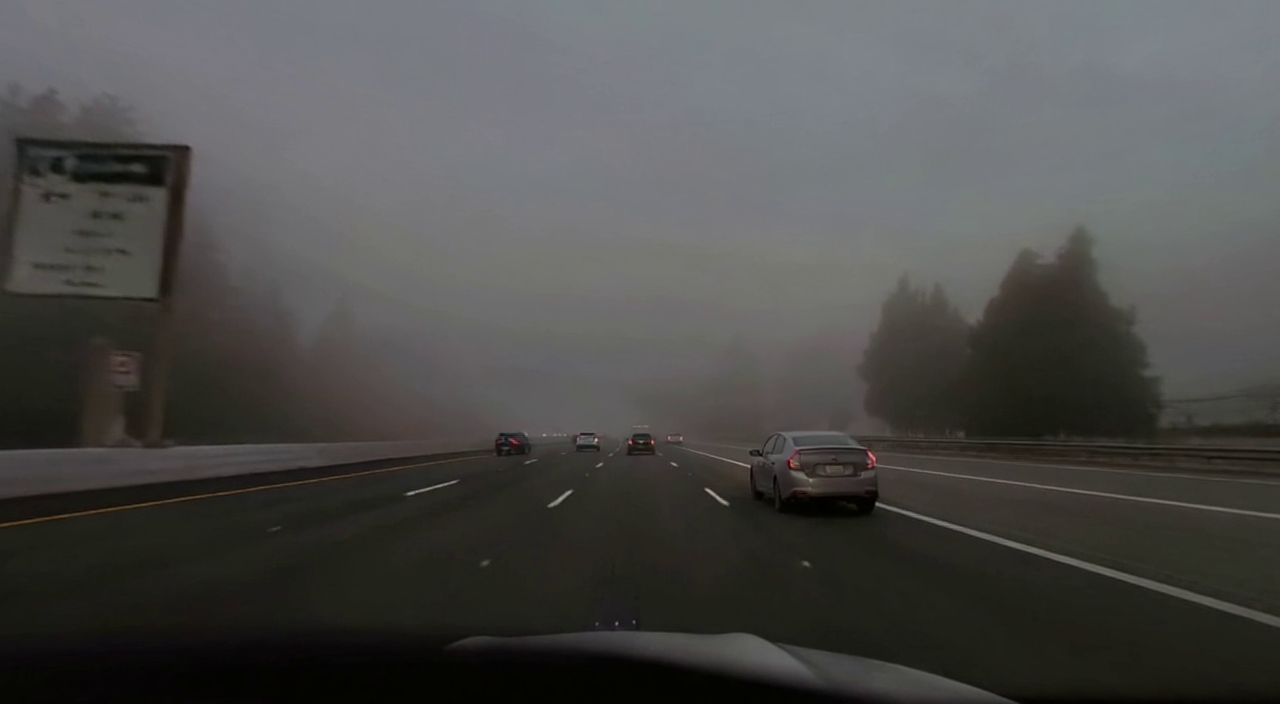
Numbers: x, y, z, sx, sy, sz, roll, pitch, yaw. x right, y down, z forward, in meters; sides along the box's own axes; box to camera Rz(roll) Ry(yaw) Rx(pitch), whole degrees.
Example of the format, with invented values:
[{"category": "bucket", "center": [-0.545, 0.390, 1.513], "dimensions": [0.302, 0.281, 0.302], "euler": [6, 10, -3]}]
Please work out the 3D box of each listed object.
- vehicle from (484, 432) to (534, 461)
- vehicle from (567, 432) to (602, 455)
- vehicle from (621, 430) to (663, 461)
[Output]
[{"category": "vehicle", "center": [-7.585, 5.503, 36.888], "dimensions": [2.009, 1.537, 4.449], "euler": [0, -8, 0]}, {"category": "vehicle", "center": [-3.827, 6.385, 44.218], "dimensions": [2.103, 1.512, 4.155], "euler": [0, -8, 0]}, {"category": "vehicle", "center": [0.068, 5.345, 36.199], "dimensions": [2.240, 1.646, 4.949], "euler": [0, -8, -1]}]
